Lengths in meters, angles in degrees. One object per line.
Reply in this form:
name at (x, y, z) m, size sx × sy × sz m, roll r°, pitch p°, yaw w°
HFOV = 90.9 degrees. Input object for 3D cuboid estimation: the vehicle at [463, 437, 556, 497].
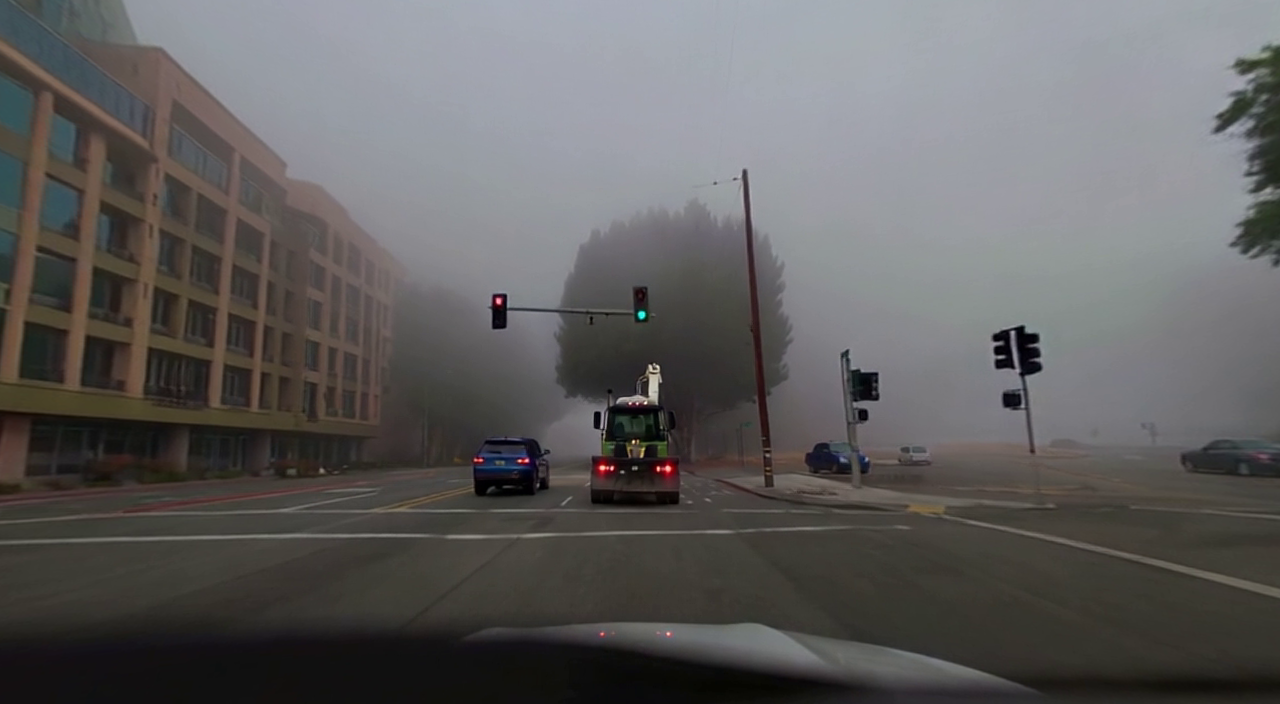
vehicle at (-3.991, 3.598, 20.078) m, size 2.081 × 1.688 × 4.235 m, roll 0°, pitch -9°, yaw 0°

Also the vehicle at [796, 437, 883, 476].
vehicle at (10.004, 5.298, 32.121) m, size 2.186 × 1.783 × 4.716 m, roll 1°, pitch -9°, yaw -11°

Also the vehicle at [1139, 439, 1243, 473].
vehicle at (25.326, 4.783, 29.027) m, size 3.565 × 1.369 × 1.647 m, roll -1°, pitch -9°, yaw -12°

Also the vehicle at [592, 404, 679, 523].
vehicle at (-0.270, 4.147, 24.230) m, size 2.552 × 3.461 × 11.044 m, roll 1°, pitch -9°, yaw -1°
